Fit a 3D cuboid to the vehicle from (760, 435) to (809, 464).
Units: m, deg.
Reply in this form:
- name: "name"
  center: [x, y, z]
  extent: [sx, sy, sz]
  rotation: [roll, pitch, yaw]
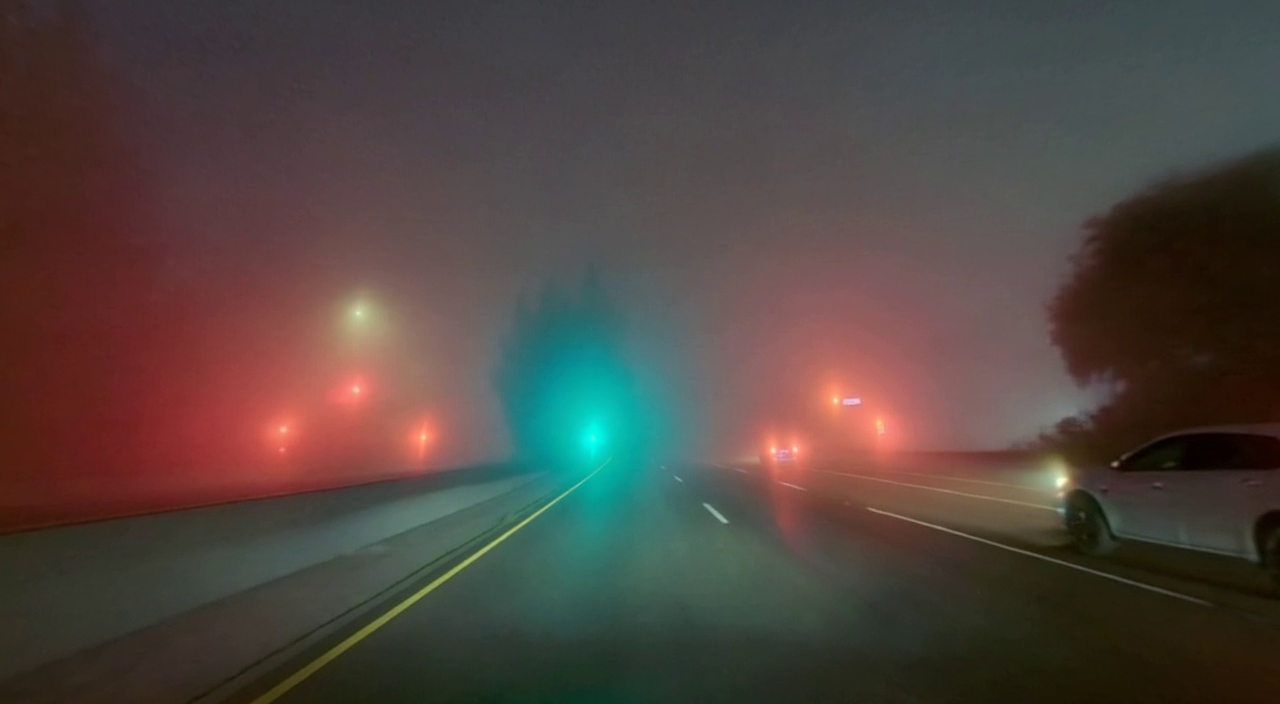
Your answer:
- name: "vehicle"
  center: [9.762, 6.641, 42.940]
  extent: [2.170, 1.830, 4.720]
  rotation: [0, -8, -1]

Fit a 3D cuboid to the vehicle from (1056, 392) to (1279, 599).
- name: "vehicle"
  center: [6.281, 1.222, 5.469]
  extent: [2.066, 1.683, 4.675]
  rotation: [0, -8, -1]
